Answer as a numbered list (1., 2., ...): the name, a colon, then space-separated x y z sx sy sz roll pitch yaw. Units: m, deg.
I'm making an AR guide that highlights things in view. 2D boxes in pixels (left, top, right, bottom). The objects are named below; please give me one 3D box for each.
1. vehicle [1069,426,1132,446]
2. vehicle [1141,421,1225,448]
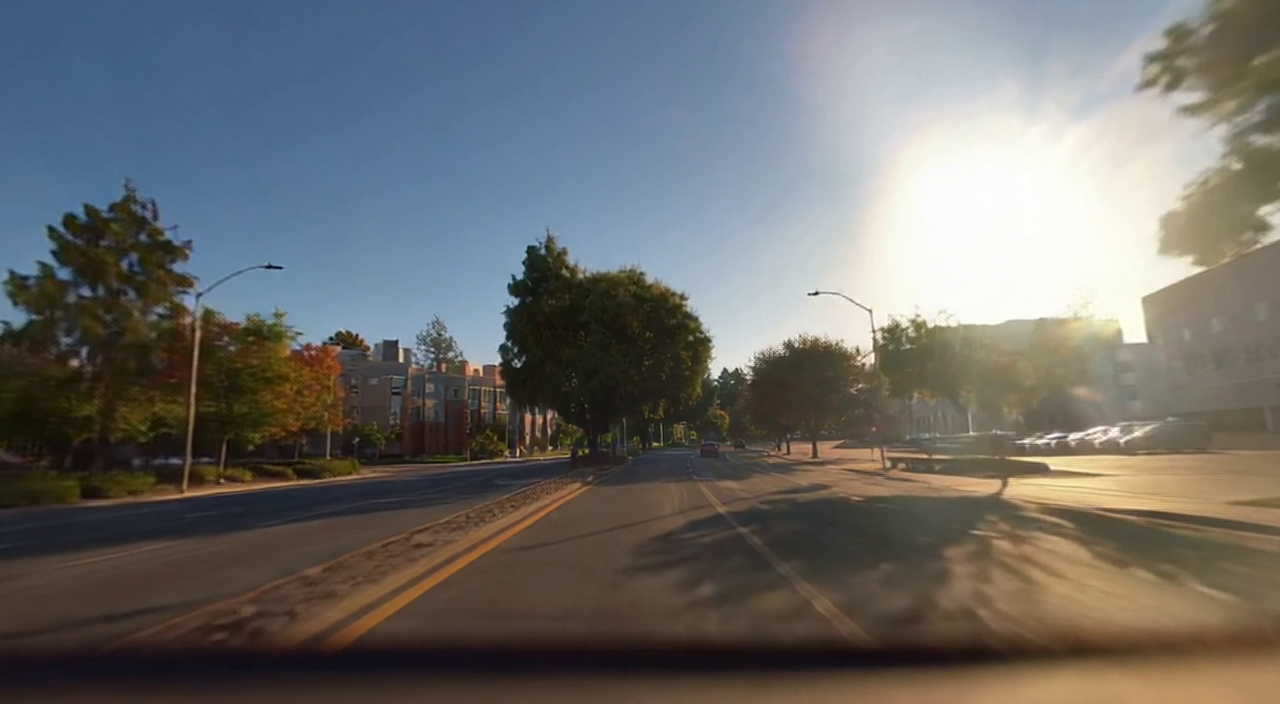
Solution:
1. vehicle: 34.188 6.248 46.934 3.693 1.473 1.643 2 -9 -14
2. vehicle: 36.063 5.488 41.962 4.540 1.717 1.926 2 -9 -16
